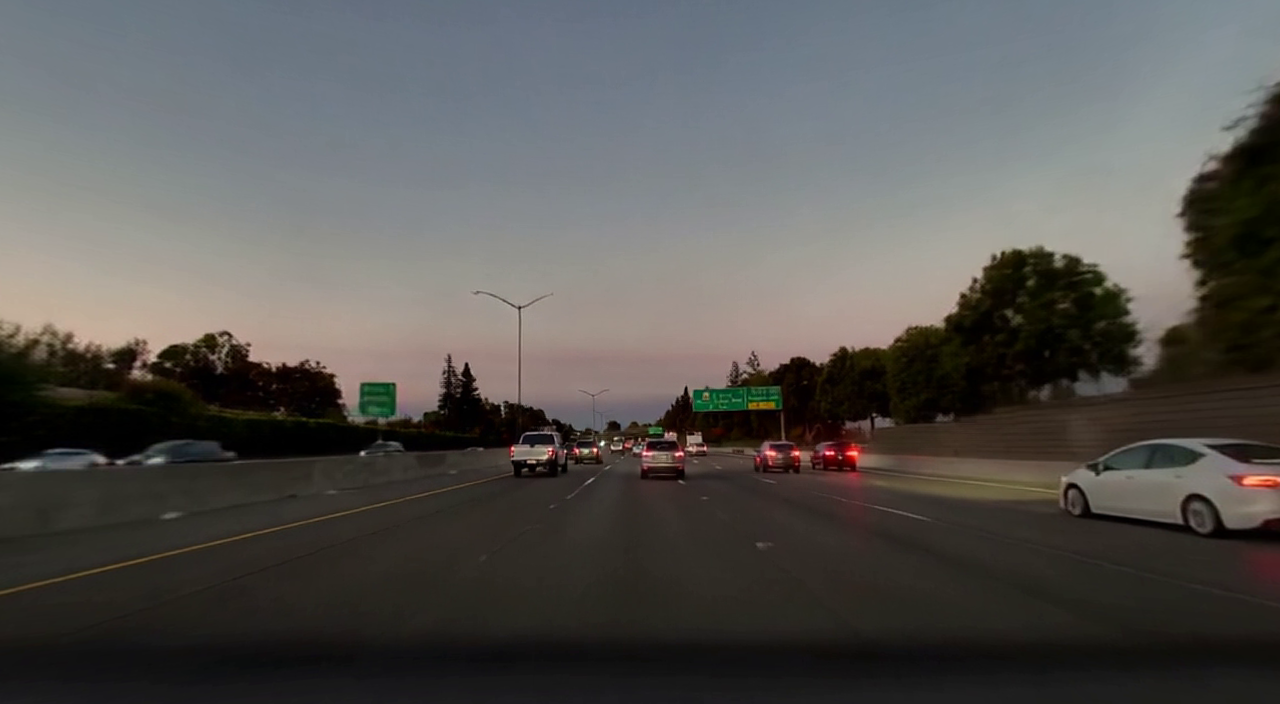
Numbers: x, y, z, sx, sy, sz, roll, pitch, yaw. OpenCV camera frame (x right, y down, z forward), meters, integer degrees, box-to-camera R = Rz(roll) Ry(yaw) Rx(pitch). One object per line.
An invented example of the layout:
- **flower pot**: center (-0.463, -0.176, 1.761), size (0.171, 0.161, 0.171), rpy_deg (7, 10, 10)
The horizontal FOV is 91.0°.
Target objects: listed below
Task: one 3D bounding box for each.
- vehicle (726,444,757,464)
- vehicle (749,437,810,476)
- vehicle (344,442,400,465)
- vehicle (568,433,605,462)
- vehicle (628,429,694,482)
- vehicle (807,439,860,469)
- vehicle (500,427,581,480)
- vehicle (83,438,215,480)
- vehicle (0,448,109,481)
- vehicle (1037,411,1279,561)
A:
- **vehicle**: center (7.923, 8.001, 49.451), size (1.815, 1.479, 3.892), rpy_deg (0, -9, 0)
- **vehicle**: center (6.584, 4.983, 30.176), size (2.022, 1.682, 4.226), rpy_deg (0, -9, 2)
- **vehicle**: center (-20.893, 7.922, 49.323), size (2.104, 1.702, 4.818), rpy_deg (0, -9, 2)
- **vehicle**: center (-4.077, 7.473, 49.163), size (2.317, 2.049, 5.746), rpy_deg (0, -9, 1)
- **vehicle**: center (0.759, 3.773, 23.090), size (2.181, 1.728, 3.970), rpy_deg (0, -9, 2)
- **vehicle**: center (12.189, 6.431, 39.946), size (2.010, 1.765, 4.375), rpy_deg (0, -9, 0)
- **vehicle**: center (-3.656, 3.871, 24.128), size (2.199, 1.777, 4.790), rpy_deg (0, -9, 2)
- **vehicle**: center (-21.345, 4.658, 27.681), size (1.998, 1.691, 4.552), rpy_deg (0, -9, 2)
- **vehicle**: center (-29.436, 5.575, 31.467), size (1.844, 1.492, 4.509), rpy_deg (0, -9, 0)
- **vehicle**: center (7.712, 1.711, 8.603), size (1.989, 1.569, 3.964), rpy_deg (0, -9, 0)
